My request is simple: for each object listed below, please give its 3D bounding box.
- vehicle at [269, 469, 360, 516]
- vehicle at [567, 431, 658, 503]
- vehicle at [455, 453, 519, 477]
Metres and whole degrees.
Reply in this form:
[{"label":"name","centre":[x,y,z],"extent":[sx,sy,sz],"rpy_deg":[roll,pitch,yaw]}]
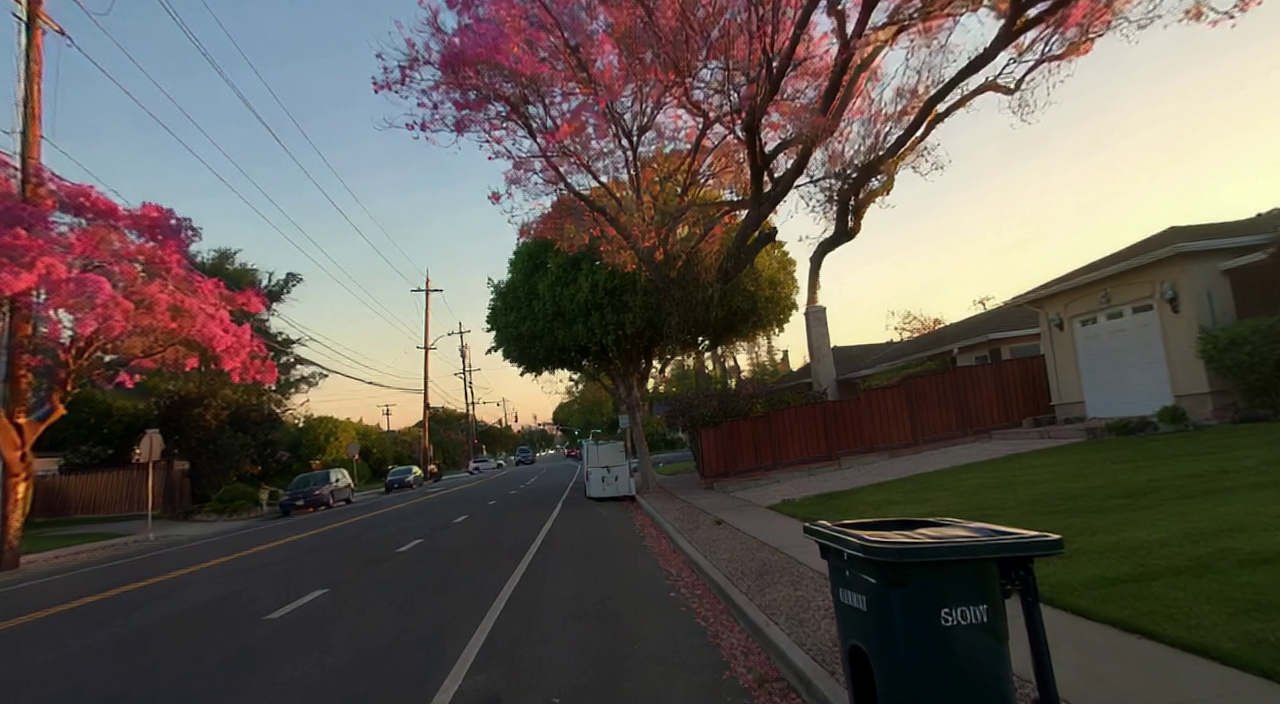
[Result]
[{"label":"vehicle","centre":[-13.746,5.921,26.989],"extent":[1.982,1.660,4.142],"rpy_deg":[1,-8,-6]},{"label":"vehicle","centre":[-0.808,3.082,17.382],"extent":[2.190,1.708,4.115],"rpy_deg":[0,-8,-4]},{"label":"vehicle","centre":[-11.767,8.694,48.547],"extent":[4.723,1.679,2.218],"rpy_deg":[-8,-11,36]}]
